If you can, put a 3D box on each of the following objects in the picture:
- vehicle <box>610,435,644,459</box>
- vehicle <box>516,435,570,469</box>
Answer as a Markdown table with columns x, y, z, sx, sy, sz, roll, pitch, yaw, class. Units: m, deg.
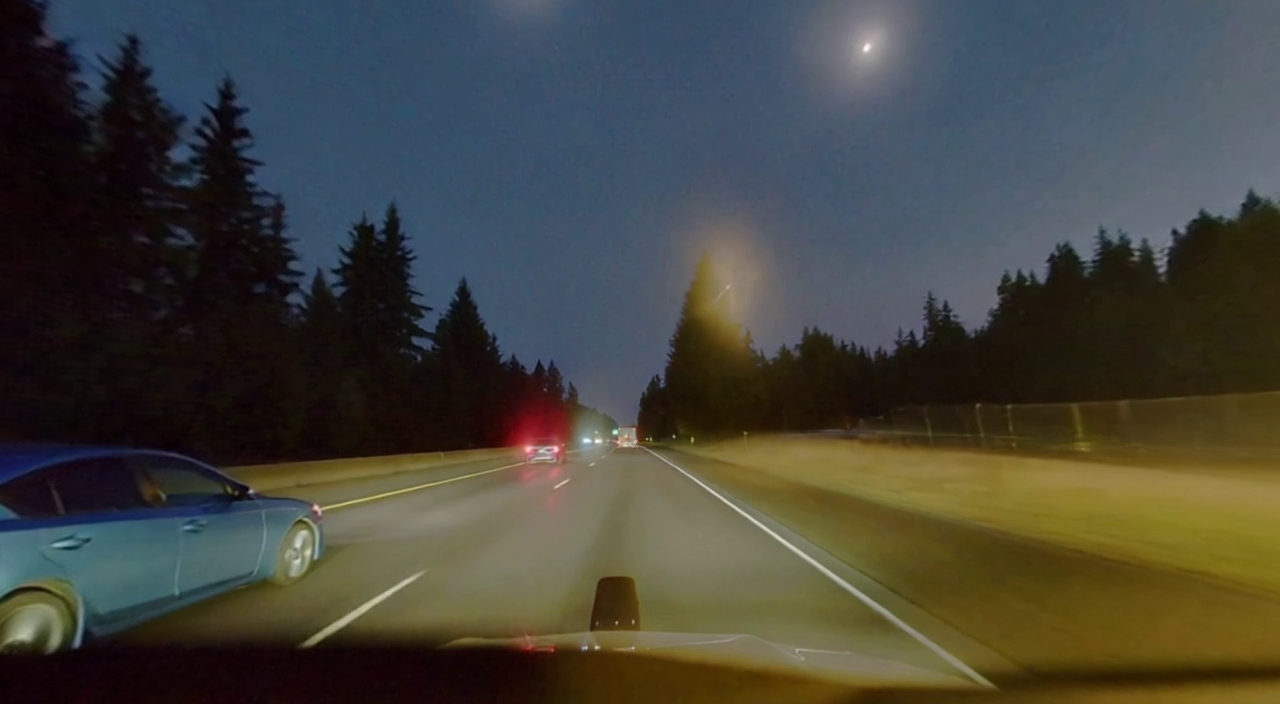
| x | y | z | sx | sy | sz | roll | pitch | yaw | class |
| --- | --- | --- | --- | --- | --- | --- | --- | --- | --- |
| -0.837 | 6.321 | 42.065 | 2.162 | 1.460 | 4.242 | 0 | -8 | 0 | vehicle |
| -4.362 | 4.534 | 28.863 | 1.907 | 1.445 | 4.049 | 0 | -8 | -1 | vehicle |
